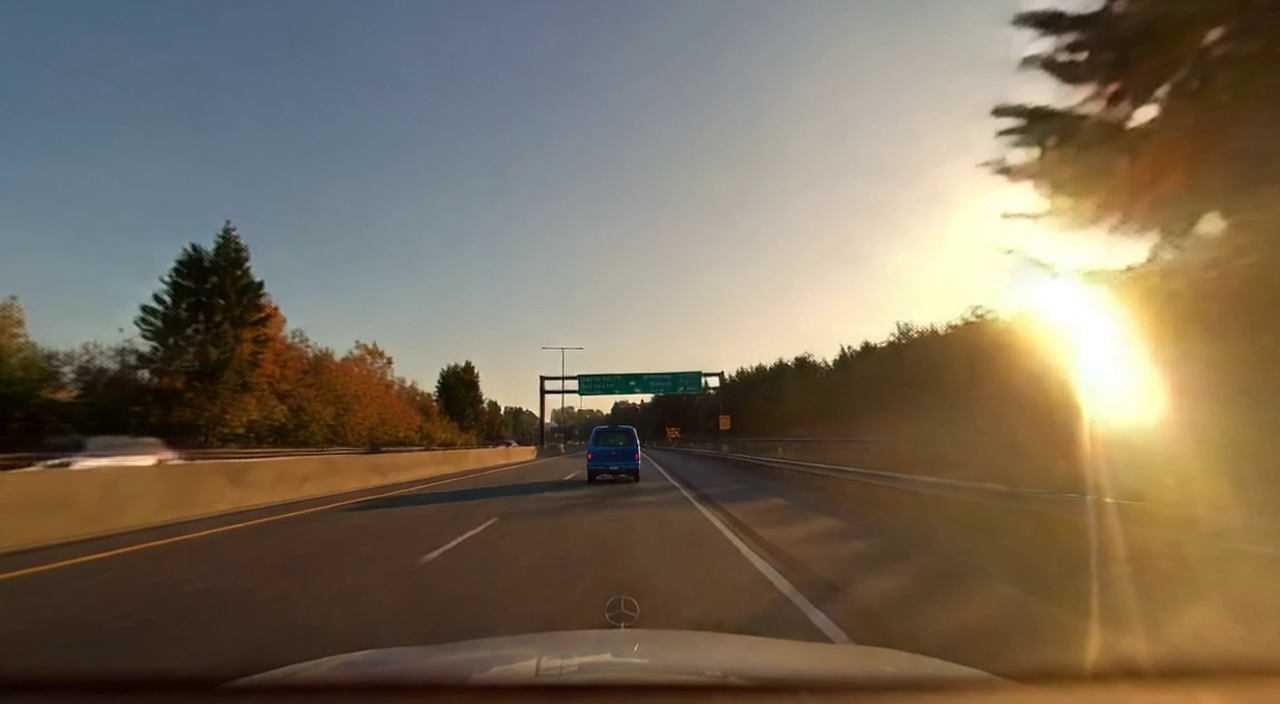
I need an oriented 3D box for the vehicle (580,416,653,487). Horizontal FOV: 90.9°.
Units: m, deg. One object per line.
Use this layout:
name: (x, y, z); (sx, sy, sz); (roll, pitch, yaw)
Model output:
vehicle: (-0.764, 3.437, 21.933); (2.248, 2.154, 4.892); (0, -8, -1)
